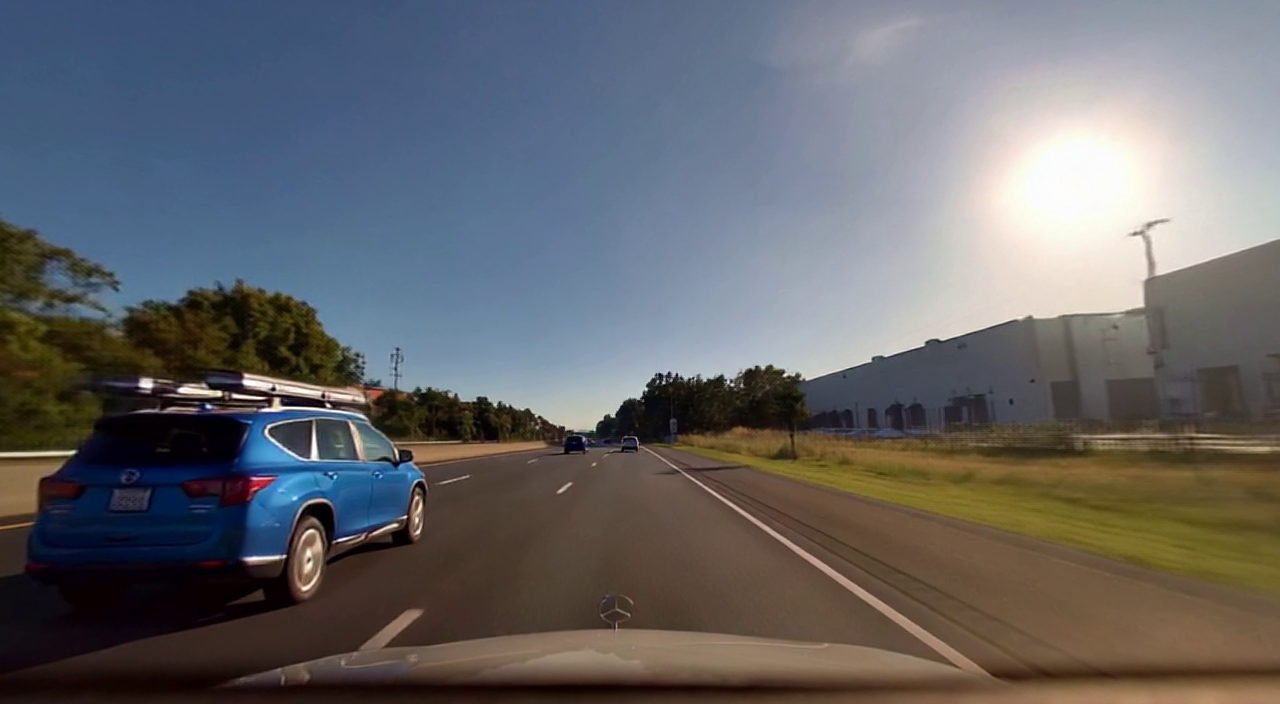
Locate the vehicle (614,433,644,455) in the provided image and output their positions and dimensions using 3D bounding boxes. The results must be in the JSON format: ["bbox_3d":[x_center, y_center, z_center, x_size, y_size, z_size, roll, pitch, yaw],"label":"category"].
[{"bbox_3d":[-0.828,6.963,47.825,2.151,1.618,3.898,0,-8,-1],"label":"vehicle"}]

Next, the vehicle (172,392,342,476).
[{"bbox_3d":[-16.983,3.768,28.829,2.817,3.312,7.812,0,-8,0],"label":"vehicle"}]
